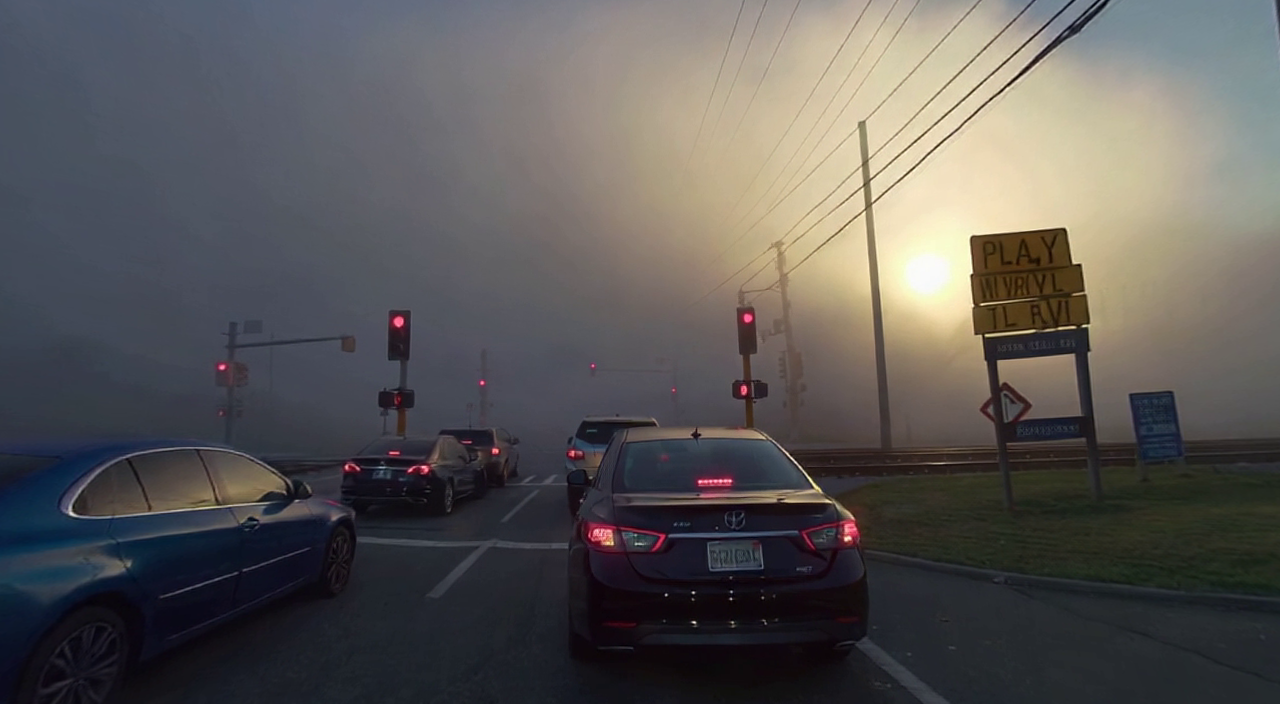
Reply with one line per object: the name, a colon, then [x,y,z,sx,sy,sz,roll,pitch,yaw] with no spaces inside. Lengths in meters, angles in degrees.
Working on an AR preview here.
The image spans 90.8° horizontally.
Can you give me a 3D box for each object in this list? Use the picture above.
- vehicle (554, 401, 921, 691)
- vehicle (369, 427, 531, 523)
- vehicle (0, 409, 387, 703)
vehicle: [0.413,1.334,5.461,1.998,1.529,3.960,1,-9,-4]
vehicle: [-3.353,2.254,12.073,1.984,1.505,3.982,0,-9,-2]
vehicle: [-3.709,1.249,4.450,1.956,1.468,4.585,0,-9,0]
